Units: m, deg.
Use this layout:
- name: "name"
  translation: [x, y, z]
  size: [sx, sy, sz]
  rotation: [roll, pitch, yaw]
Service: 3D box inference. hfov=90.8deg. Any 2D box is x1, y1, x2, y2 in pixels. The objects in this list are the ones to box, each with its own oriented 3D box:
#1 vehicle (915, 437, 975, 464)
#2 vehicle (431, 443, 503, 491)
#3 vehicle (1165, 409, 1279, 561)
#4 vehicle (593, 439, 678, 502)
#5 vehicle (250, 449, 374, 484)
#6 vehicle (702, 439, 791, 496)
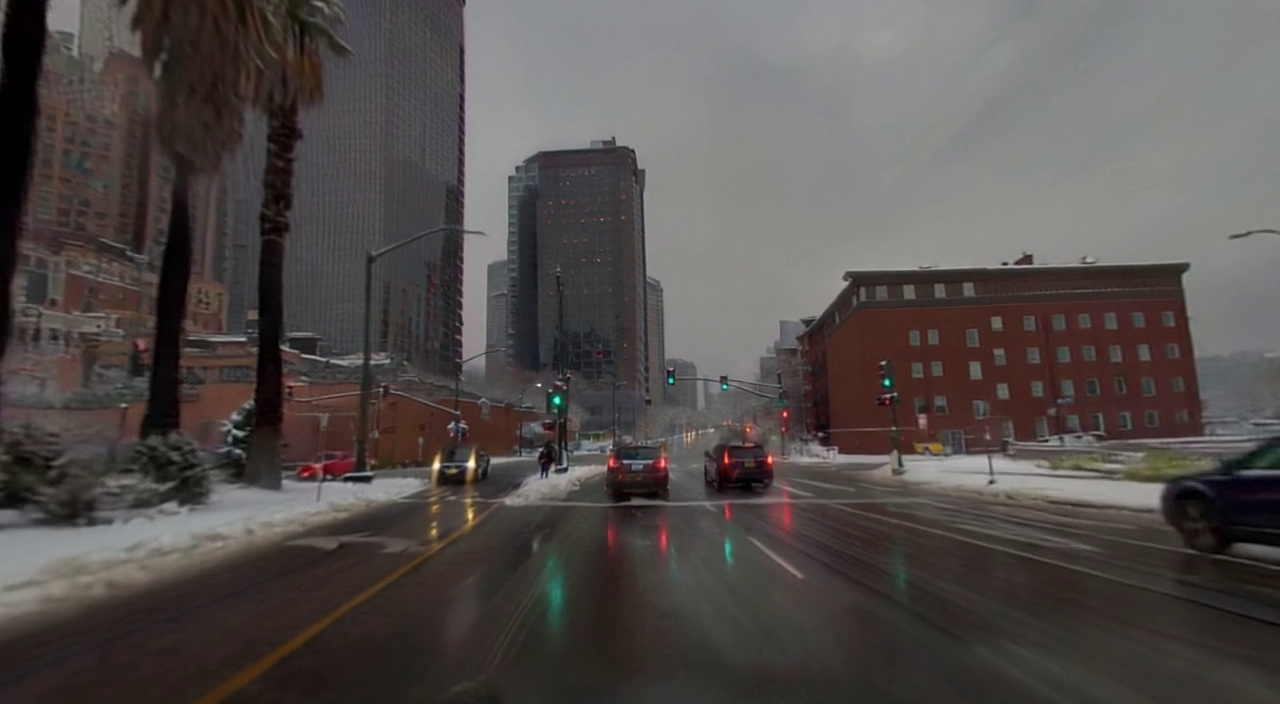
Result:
- name: "vehicle"
  translation: [19.894, 6.481, 41.478]
  size: [1.959, 1.674, 4.706]
  rotation: [-1, -9, 5]
- name: "vehicle"
  translation: [-6.272, 4.028, 22.553]
  size: [1.977, 1.501, 4.435]
  rotation: [3, -9, -21]
- name: "vehicle"
  translation: [8.180, 1.362, 6.265]
  size: [2.000, 1.685, 4.487]
  rotation: [0, -9, -1]
- name: "vehicle"
  translation: [-0.147, 3.134, 17.086]
  size: [2.048, 1.503, 3.681]
  rotation: [0, -9, -1]
- name: "vehicle"
  translation: [-14.648, 5.113, 28.367]
  size: [4.641, 1.502, 1.882]
  rotation: [-2, -9, 9]
- name: "vehicle"
  translation: [3.040, 3.369, 18.731]
  size: [1.909, 1.500, 3.524]
  rotation: [0, -9, -2]
